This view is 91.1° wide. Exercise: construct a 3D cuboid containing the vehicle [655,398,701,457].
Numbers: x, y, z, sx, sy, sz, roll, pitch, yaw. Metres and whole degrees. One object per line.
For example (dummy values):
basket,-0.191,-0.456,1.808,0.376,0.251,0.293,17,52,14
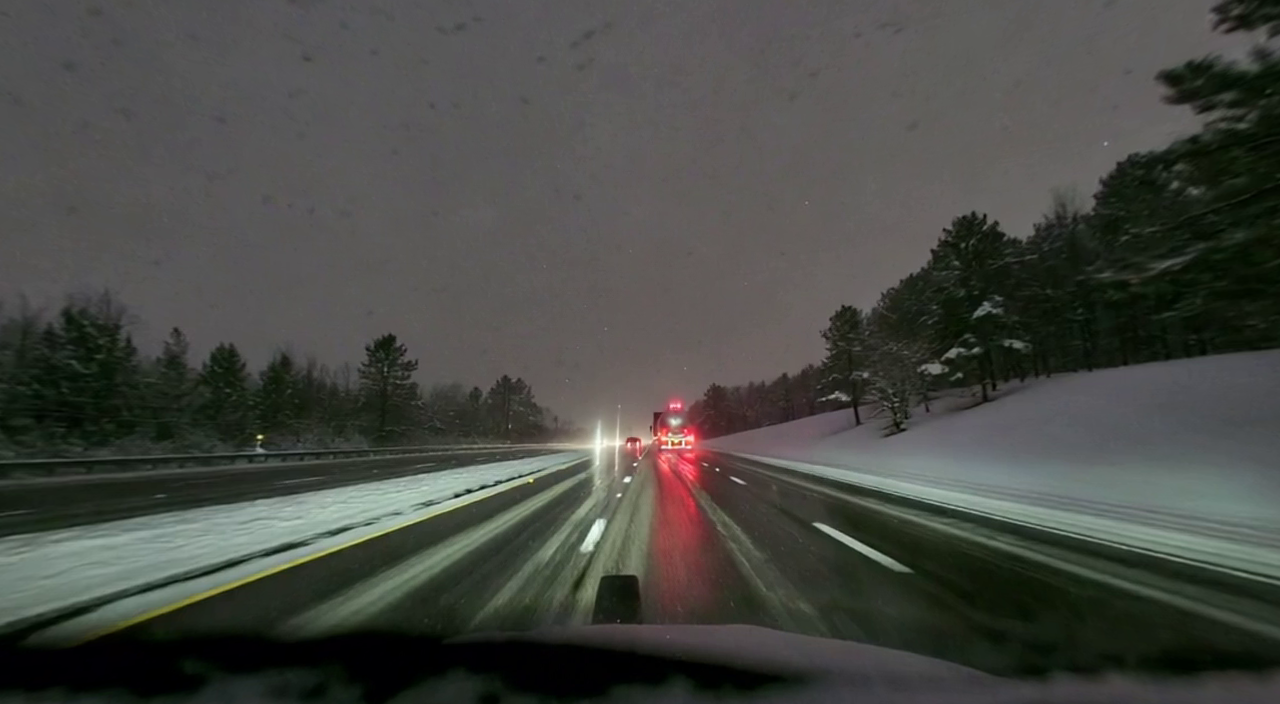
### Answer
vehicle,2.563,5.625,46.255,2.946,3.745,11.516,0,-8,1
